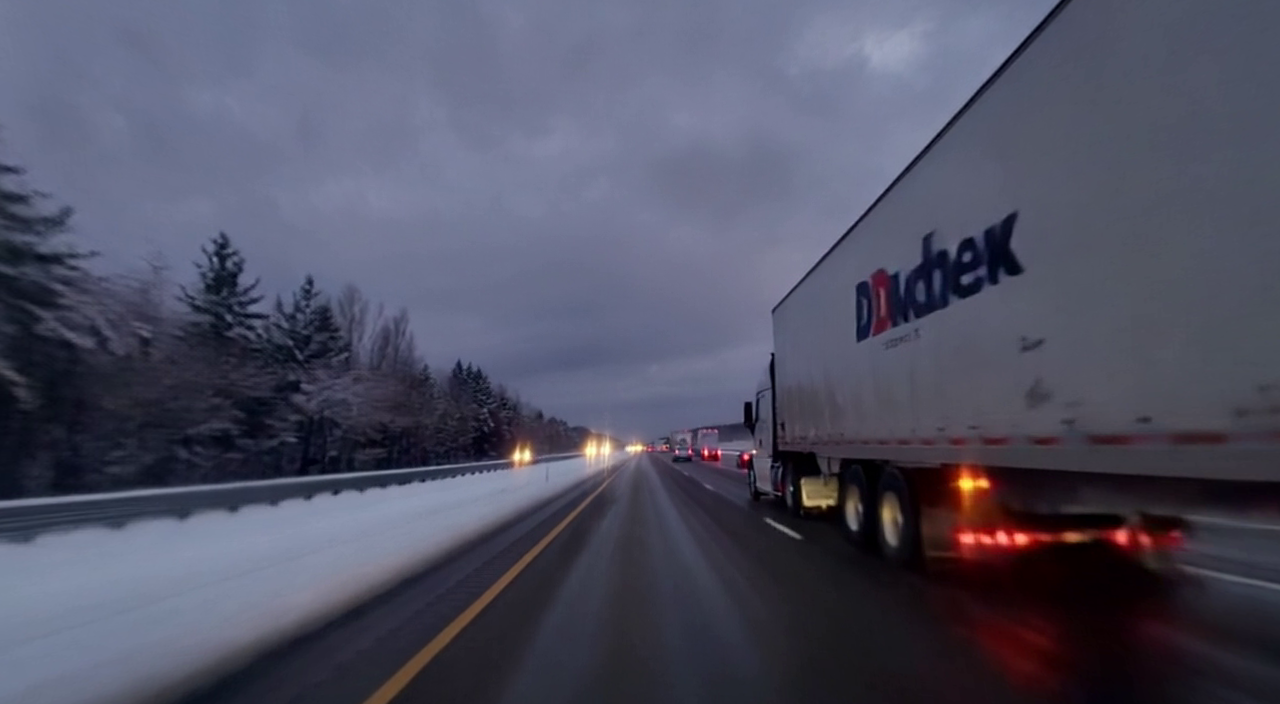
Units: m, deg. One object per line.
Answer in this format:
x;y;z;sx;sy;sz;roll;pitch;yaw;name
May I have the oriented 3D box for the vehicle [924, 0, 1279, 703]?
3.984;-0.563;0.442;3.025;4.010;9.542;0;-9;0;vehicle
